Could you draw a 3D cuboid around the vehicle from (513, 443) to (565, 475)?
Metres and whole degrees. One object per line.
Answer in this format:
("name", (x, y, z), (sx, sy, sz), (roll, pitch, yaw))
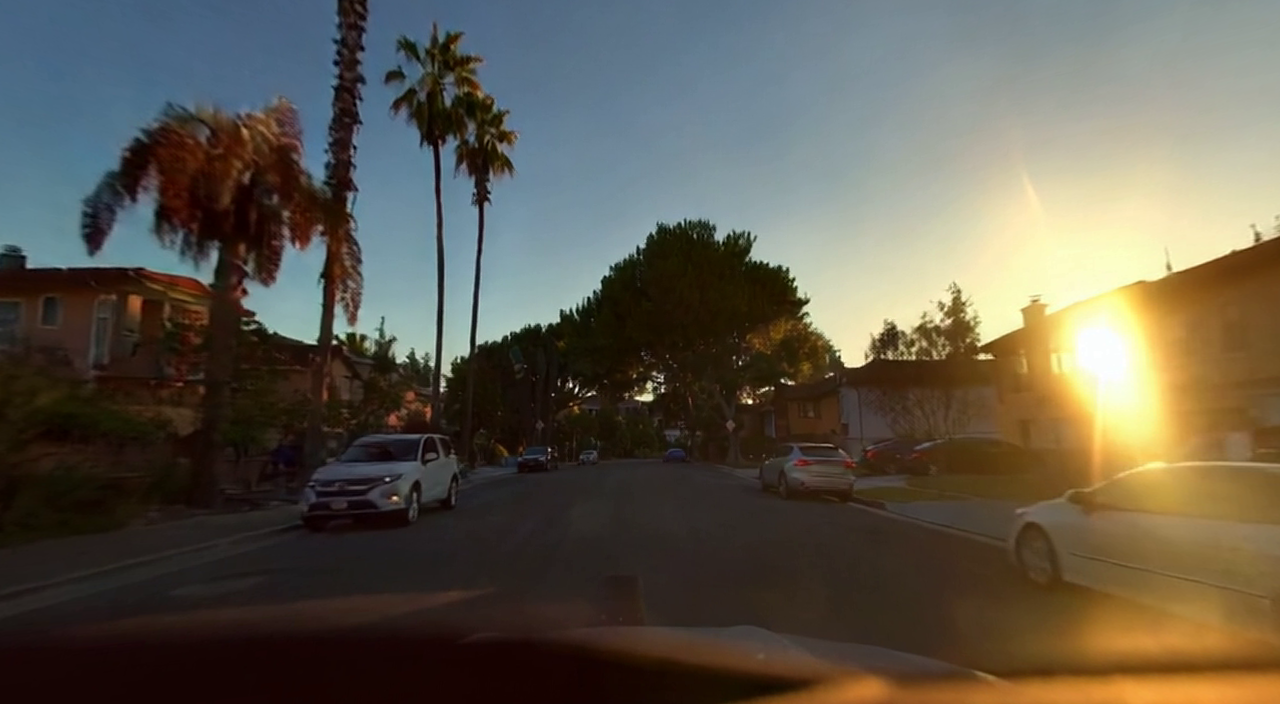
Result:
("vehicle", (-5.508, 5.902, 35.080), (2.079, 1.486, 4.877), (-3, -8, -1))

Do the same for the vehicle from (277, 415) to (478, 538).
("vehicle", (-4.861, 2.371, 12.737), (2.149, 1.877, 5.082), (-1, -9, -4))

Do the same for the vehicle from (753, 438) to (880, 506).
("vehicle", (4.504, 3.117, 16.939), (1.991, 1.554, 4.501), (0, -9, -1))

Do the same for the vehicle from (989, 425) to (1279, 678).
("vehicle", (4.815, 1.389, 4.642), (2.056, 1.464, 4.493), (5, -9, 1))
